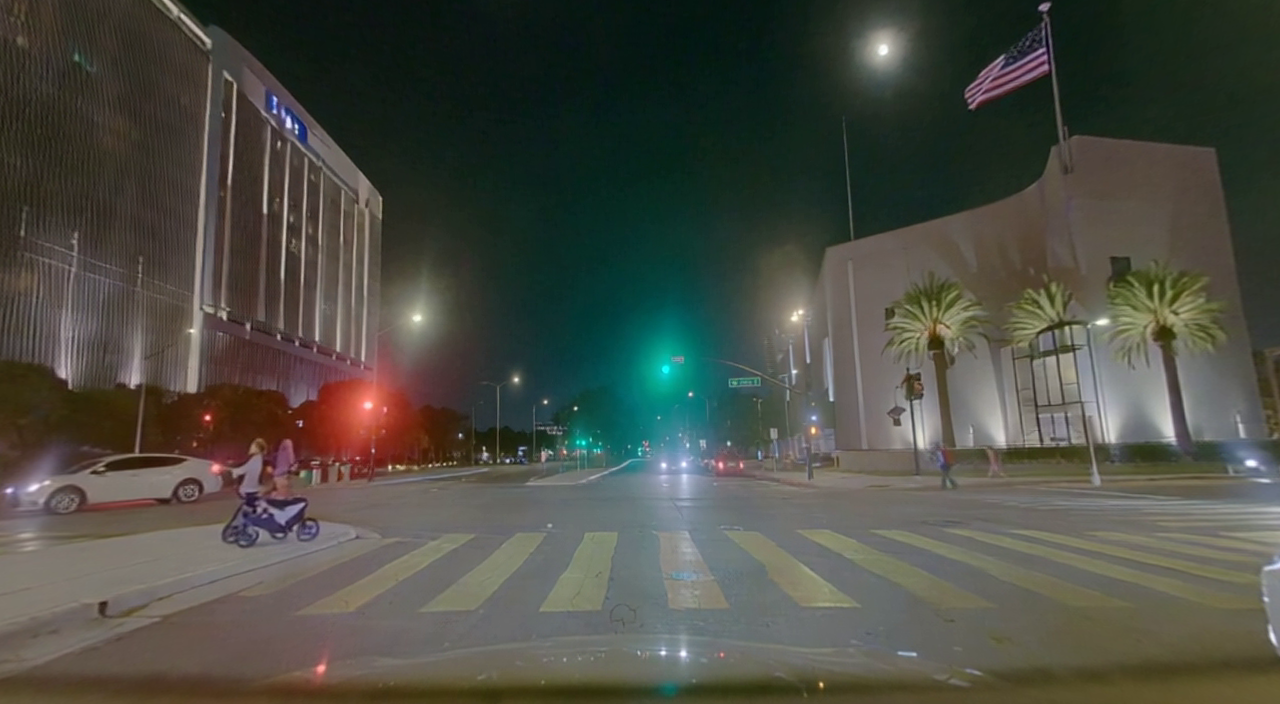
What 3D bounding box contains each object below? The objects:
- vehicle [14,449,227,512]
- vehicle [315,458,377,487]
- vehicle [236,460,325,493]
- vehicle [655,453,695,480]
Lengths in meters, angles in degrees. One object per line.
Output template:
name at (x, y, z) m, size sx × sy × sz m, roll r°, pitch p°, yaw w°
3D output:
vehicle at (-15.053, 3.707, 18.712) m, size 4.499 × 1.594 × 1.898 m, roll 5°, pitch -10°, yaw -29°
vehicle at (-20.083, 8.237, 43.436) m, size 2.043 × 1.745 × 4.420 m, roll 0°, pitch -8°, yaw 1°
vehicle at (-19.923, 6.896, 35.265) m, size 2.069 × 1.540 × 4.774 m, roll 0°, pitch -8°, yaw 1°
vehicle at (2.127, 7.184, 39.734) m, size 2.000 × 1.525 × 4.273 m, roll 0°, pitch -8°, yaw -4°
